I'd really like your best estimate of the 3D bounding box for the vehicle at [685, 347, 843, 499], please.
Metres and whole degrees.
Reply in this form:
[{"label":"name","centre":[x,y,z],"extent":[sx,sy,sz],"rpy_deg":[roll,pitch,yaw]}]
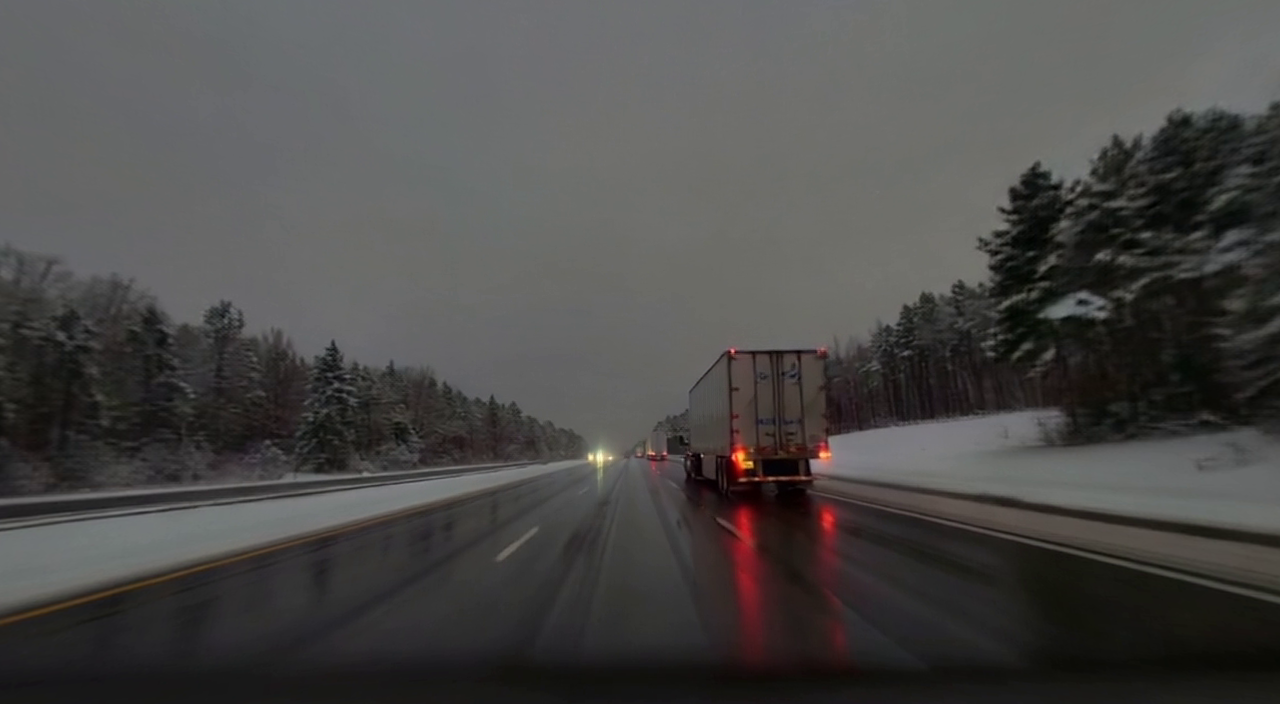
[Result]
[{"label":"vehicle","centre":[3.717,2.845,23.189],"extent":[3.037,3.999,13.133],"rpy_deg":[0,-9,-1]}]
